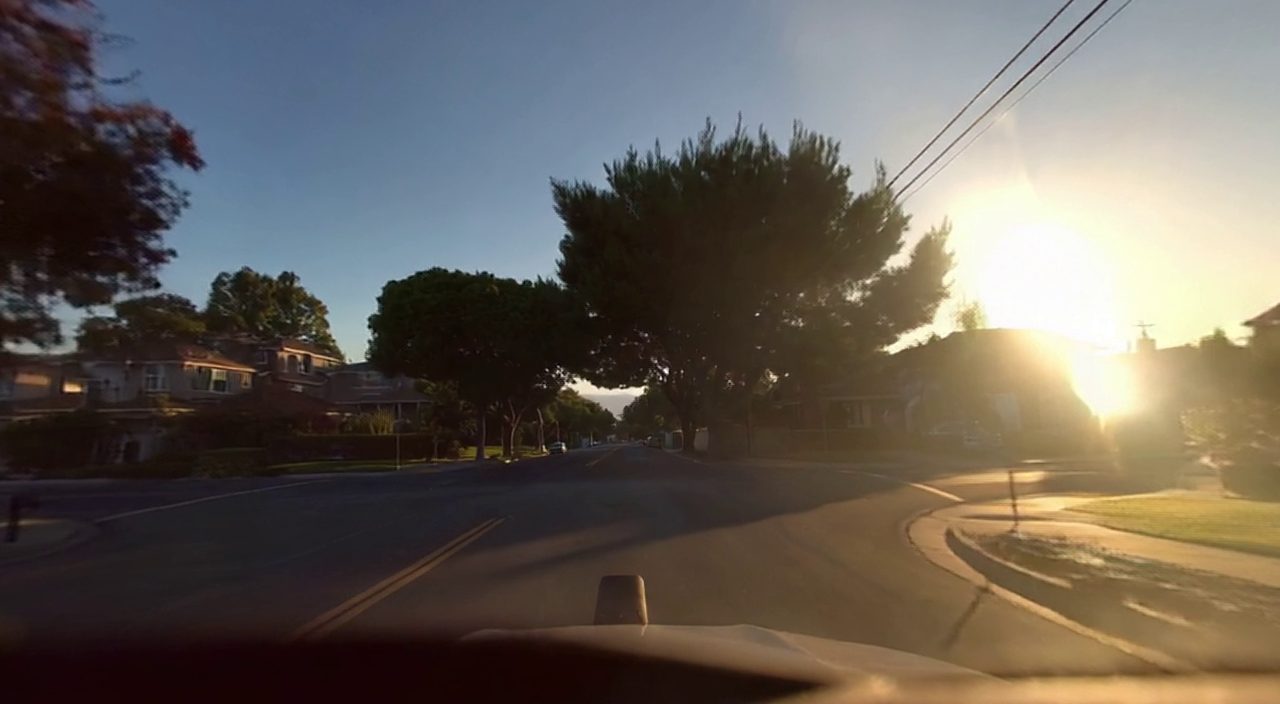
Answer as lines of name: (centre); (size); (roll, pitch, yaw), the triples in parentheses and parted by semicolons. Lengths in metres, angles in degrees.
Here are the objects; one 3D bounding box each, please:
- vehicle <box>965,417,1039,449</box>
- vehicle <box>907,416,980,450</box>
vehicle: (18.855, 4.282, 33.002); (1.803, 1.504, 4.324); (-1, -8, 7)
vehicle: (16.109, 4.368, 33.641); (1.829, 1.667, 4.437); (-1, -8, 2)
